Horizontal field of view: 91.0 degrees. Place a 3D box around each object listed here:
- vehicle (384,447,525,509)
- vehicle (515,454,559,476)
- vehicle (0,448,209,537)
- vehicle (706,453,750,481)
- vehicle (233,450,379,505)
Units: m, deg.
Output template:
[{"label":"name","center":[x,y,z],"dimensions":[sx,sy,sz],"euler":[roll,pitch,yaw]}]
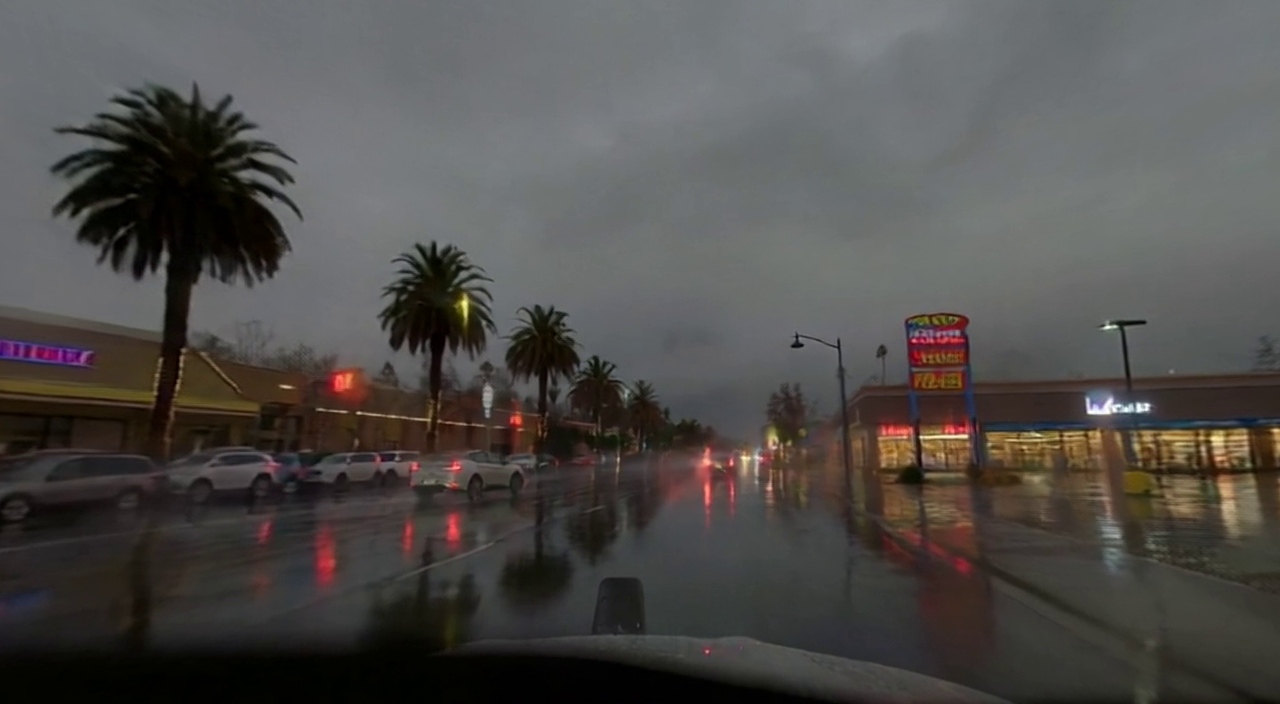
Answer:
[{"label":"vehicle","center":[-5.148,3.533,18.275],"dimensions":[2.090,1.520,4.452],"euler":[-1,-9,10]},{"label":"vehicle","center":[-7.996,8.811,49.316],"dimensions":[1.874,1.488,4.612],"euler":[-1,-9,11]},{"label":"vehicle","center":[-11.405,2.680,12.648],"dimensions":[1.837,1.468,4.389],"euler":[-1,-9,11]},{"label":"vehicle","center":[5.194,6.619,36.528],"dimensions":[2.139,1.461,4.918],"euler":[-2,-9,12]},{"label":"vehicle","center":[-10.231,3.833,19.694],"dimensions":[1.776,1.448,4.137],"euler":[-1,-9,10]}]
